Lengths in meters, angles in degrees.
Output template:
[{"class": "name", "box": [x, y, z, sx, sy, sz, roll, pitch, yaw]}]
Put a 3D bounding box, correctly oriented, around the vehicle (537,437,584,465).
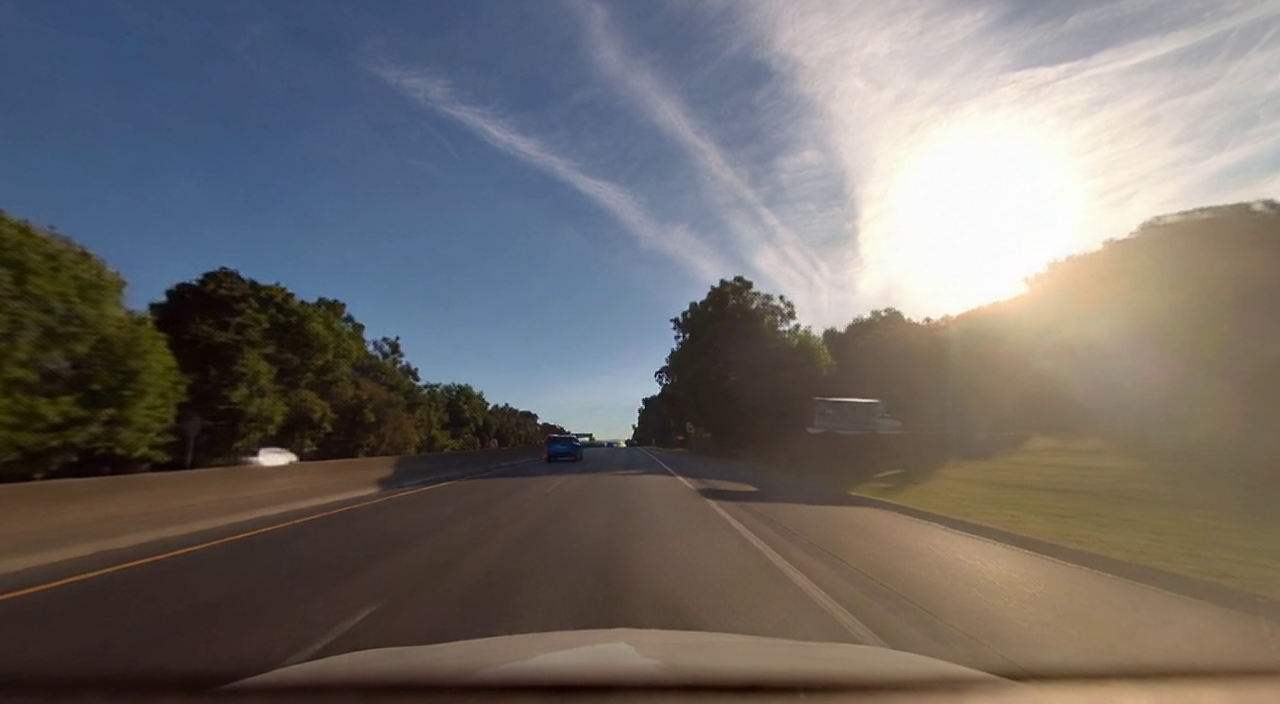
[{"class": "vehicle", "box": [-4.347, 5.477, 35.099, 2.063, 1.496, 4.225, 0, -8, 0]}]
